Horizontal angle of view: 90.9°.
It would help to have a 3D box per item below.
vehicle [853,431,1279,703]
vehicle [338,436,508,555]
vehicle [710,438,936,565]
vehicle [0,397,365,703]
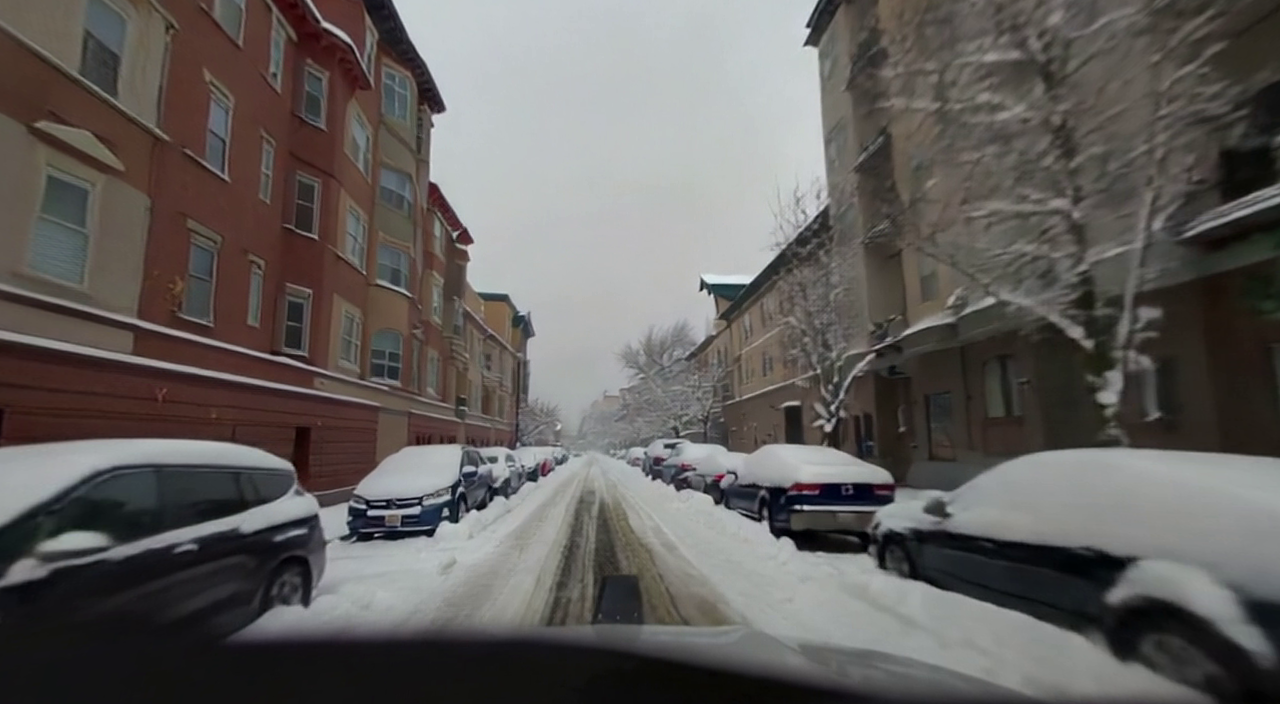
[{"bbox_3d":[3.238,1.284,3.971,1.904,1.476,4.480,1,-8,-5],"label":"vehicle"},{"bbox_3d":[-4.017,2.626,12.529,2.081,1.679,4.506,-3,-6,-4],"label":"vehicle"},{"bbox_3d":[2.659,2.268,10.523,1.968,1.595,4.543,1,-8,-7],"label":"vehicle"},{"bbox_3d":[-3.529,1.267,3.808,2.175,1.710,4.000,-2,-7,-4],"label":"vehicle"}]
